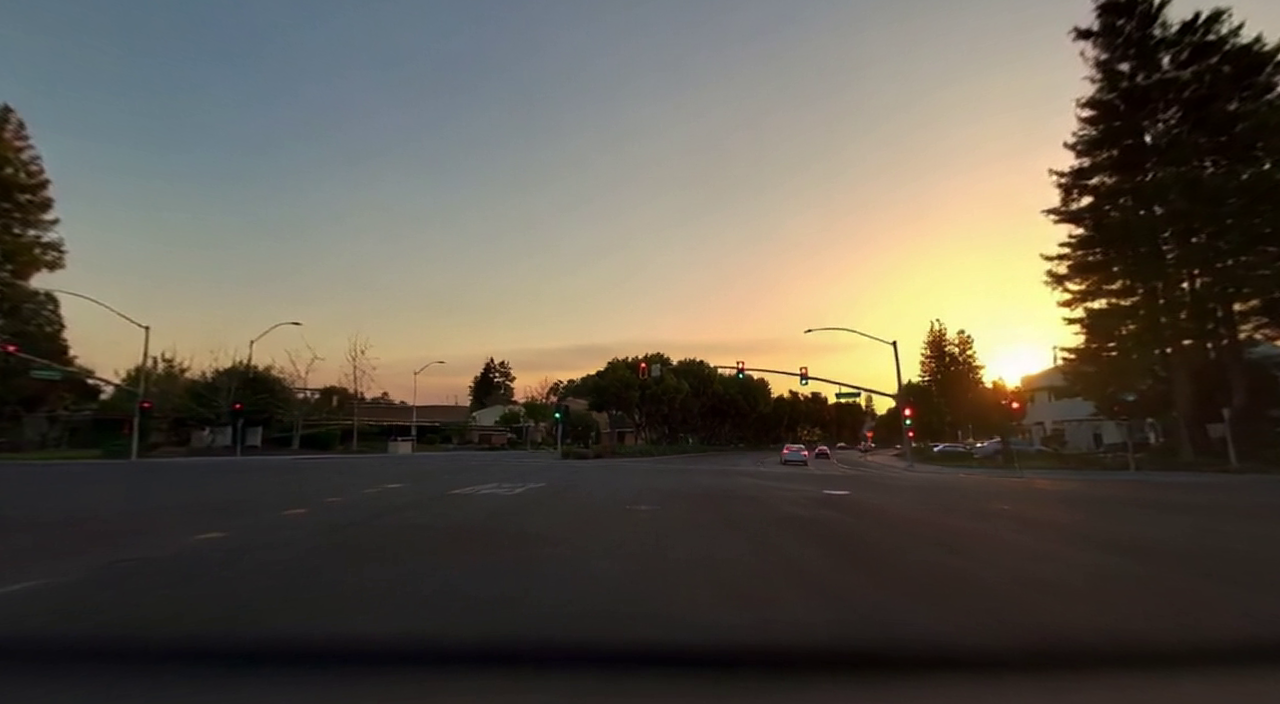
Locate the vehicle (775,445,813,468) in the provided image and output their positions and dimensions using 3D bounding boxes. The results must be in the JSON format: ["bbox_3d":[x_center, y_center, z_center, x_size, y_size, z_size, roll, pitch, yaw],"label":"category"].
[{"bbox_3d":[10.339,7.003,42.722,1.988,1.460,3.996,-1,-9,7],"label":"vehicle"}]
